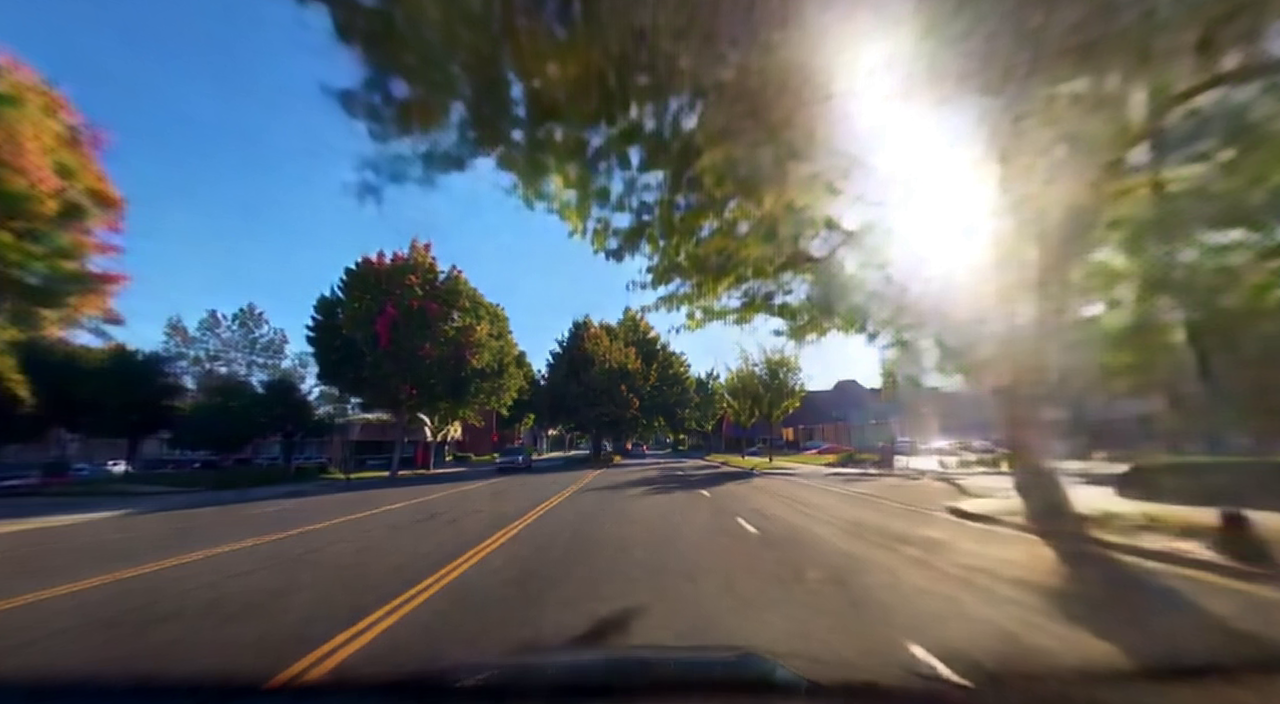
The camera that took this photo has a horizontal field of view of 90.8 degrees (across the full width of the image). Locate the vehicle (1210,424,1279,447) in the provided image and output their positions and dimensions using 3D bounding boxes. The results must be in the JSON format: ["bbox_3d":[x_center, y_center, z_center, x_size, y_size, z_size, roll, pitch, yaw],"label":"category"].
[{"bbox_3d":[44.473,6.140,46.132,1.802,1.547,3.913,1,-9,-7],"label":"vehicle"}]

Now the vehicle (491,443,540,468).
[{"bbox_3d":[-7.589,6.343,38.886,1.969,1.462,4.425,-1,-8,2],"label":"vehicle"}]

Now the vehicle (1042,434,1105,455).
[{"bbox_3d":[31.701,6.788,46.297,1.739,1.473,3.844,0,-8,-3],"label":"vehicle"}]
